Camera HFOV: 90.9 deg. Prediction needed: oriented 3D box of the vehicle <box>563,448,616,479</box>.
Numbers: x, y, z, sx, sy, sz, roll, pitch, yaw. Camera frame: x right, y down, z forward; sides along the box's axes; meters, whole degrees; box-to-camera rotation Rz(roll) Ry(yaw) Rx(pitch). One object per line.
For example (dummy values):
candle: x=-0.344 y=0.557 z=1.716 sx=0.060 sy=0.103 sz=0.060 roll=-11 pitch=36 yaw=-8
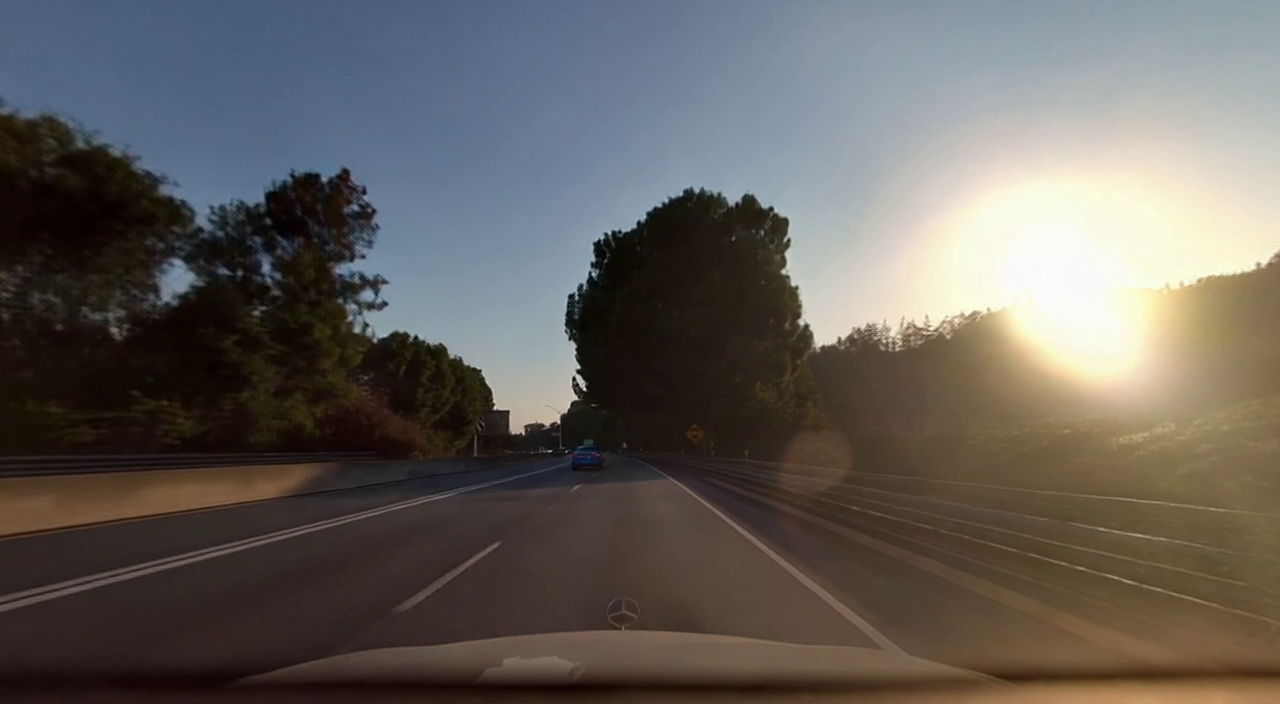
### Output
vehicle: x=-2.453 y=5.569 z=31.701 sx=2.126 sy=1.411 sz=4.433 roll=0 pitch=-9 yaw=2
